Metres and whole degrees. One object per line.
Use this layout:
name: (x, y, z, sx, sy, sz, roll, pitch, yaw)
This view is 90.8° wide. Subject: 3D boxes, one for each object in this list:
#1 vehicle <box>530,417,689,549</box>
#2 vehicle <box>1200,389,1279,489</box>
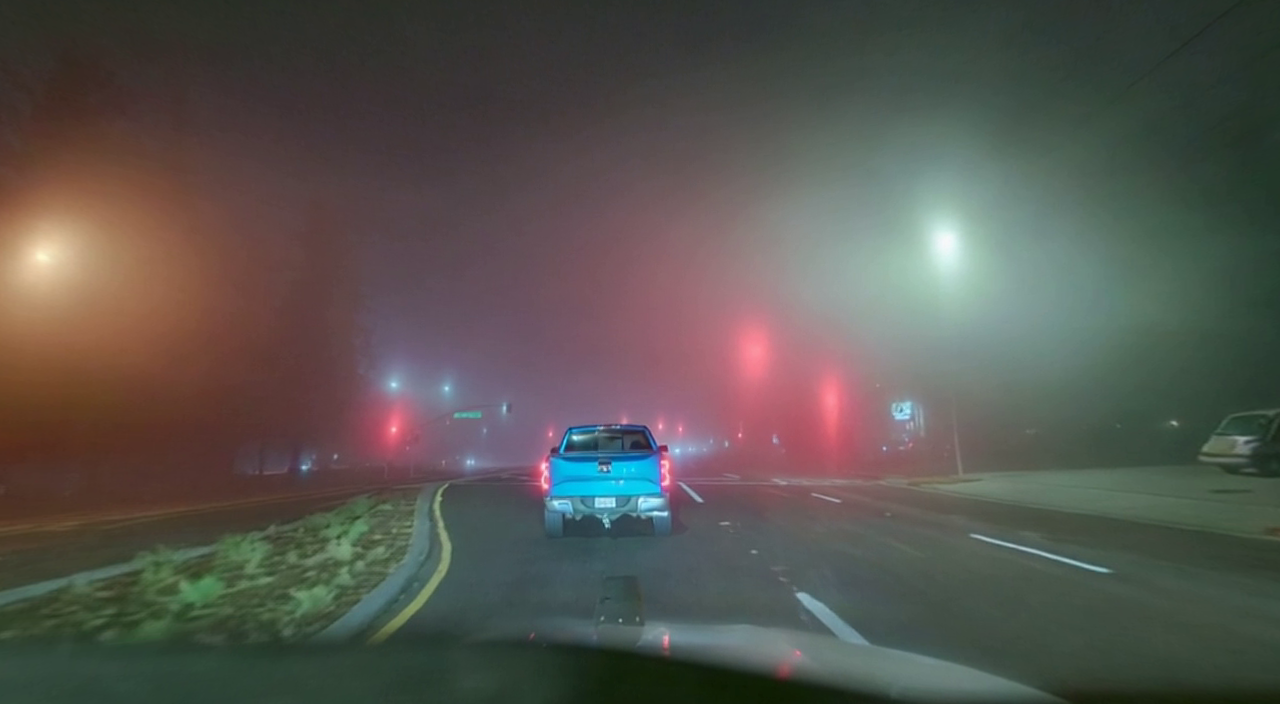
vehicle: (-0.459, 2.127, 10.982, 2.145, 1.762, 4.731, 0, -8, -1)
vehicle: (16.572, 2.255, 16.591, 1.862, 2.438, 1.649, -2, -9, -14)
